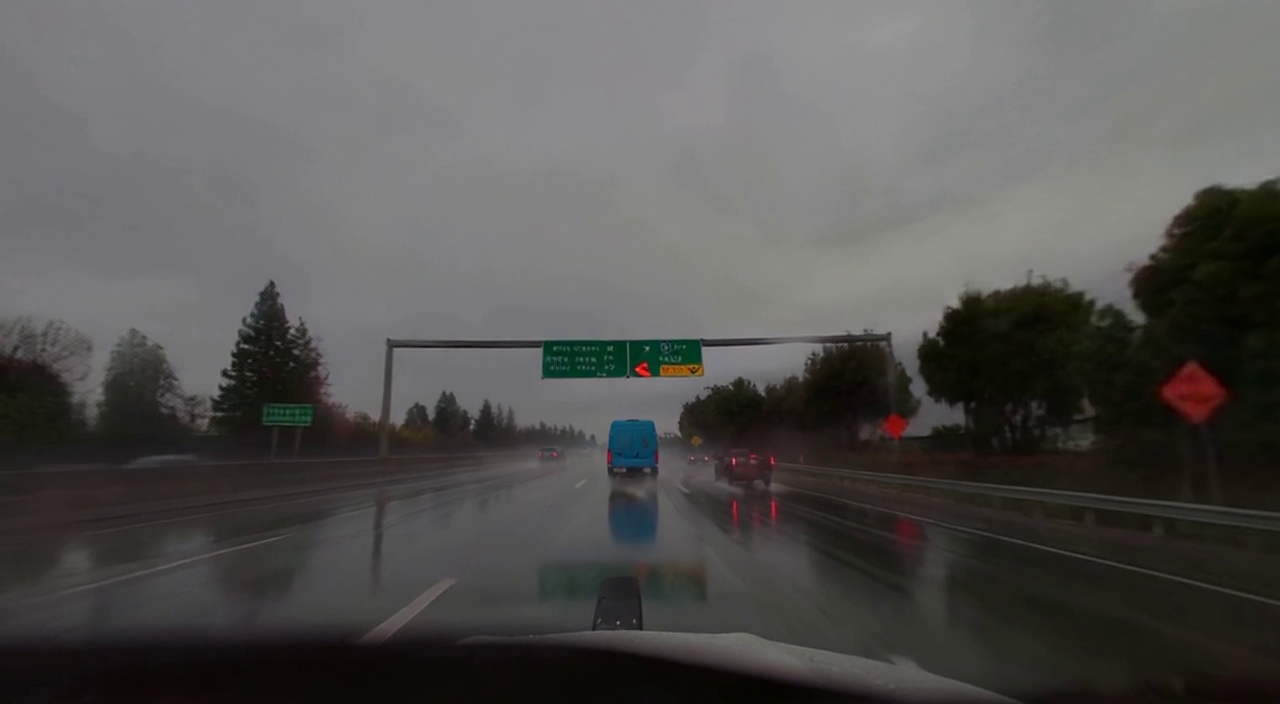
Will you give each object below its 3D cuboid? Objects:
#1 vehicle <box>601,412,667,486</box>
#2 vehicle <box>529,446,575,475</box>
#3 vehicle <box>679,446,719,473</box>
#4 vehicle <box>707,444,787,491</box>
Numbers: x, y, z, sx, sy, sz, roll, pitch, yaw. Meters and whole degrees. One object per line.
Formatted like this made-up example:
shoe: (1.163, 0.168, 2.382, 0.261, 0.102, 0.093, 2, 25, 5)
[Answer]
vehicle: (-0.260, 3.766, 24.369, 2.268, 2.551, 5.144, 0, -9, -1)
vehicle: (-4.990, 6.218, 36.131, 2.003, 1.498, 4.386, 0, -9, 1)
vehicle: (3.447, 6.397, 37.453, 1.978, 1.510, 4.462, 0, -9, 1)
vehicle: (3.700, 4.102, 22.635, 2.015, 1.491, 4.732, 0, -9, -1)
